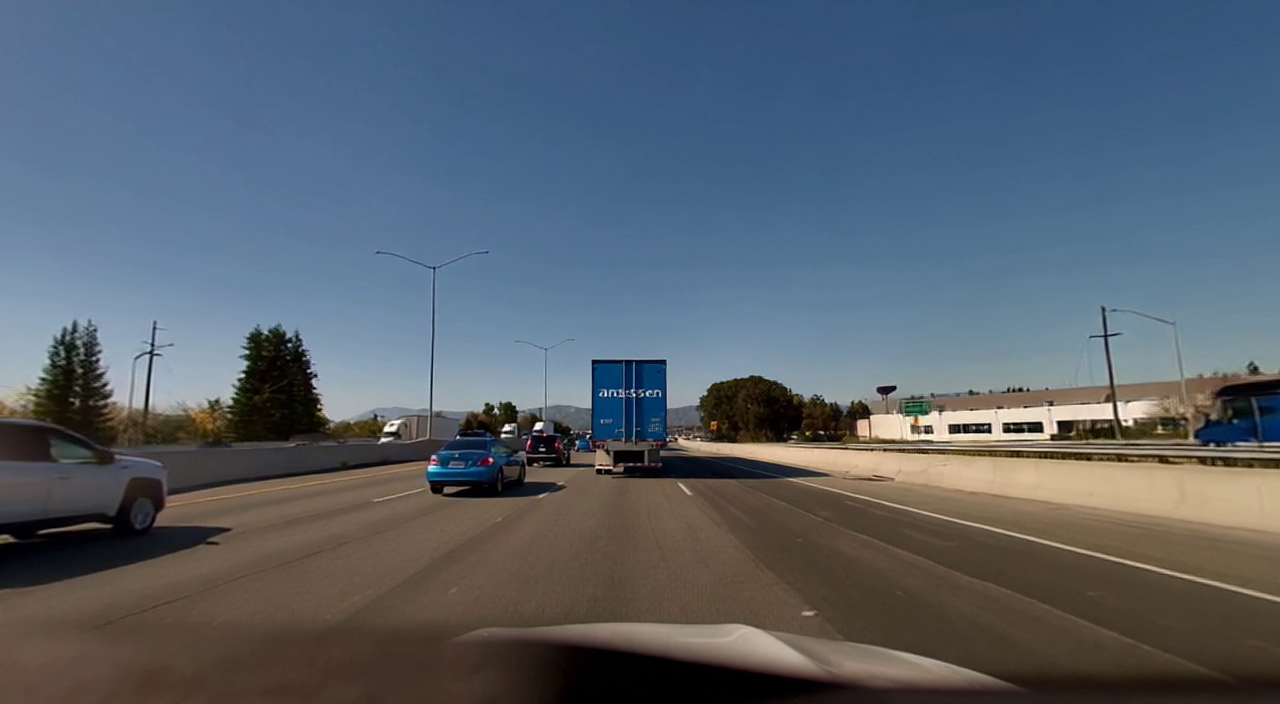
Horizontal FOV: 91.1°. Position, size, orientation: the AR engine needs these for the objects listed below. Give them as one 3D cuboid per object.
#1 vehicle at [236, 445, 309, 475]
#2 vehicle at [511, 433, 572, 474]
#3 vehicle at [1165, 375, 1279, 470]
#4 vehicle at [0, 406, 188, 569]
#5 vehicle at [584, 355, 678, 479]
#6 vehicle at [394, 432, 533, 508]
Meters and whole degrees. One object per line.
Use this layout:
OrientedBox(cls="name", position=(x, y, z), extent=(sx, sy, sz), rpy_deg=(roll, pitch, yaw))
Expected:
OrientedBox(cls="vehicle", position=(-21.855, 6.421, 37.581), extent=(1.887, 1.595, 4.320), rpy_deg=(0, -8, -2))
OrientedBox(cls="vehicle", position=(-4.131, 4.307, 26.984), extent=(1.946, 1.599, 4.073), rpy_deg=(0, -8, 0))
OrientedBox(cls="vehicle", position=(18.924, 2.227, 19.529), extent=(1.838, 2.655, 3.697), rpy_deg=(0, -8, 0))
OrientedBox(cls="vehicle", position=(-7.750, 1.498, 7.110), extent=(1.998, 1.698, 4.461), rpy_deg=(0, -8, -1))
OrientedBox(cls="vehicle", position=(-0.459, 2.915, 26.840), extent=(3.171, 4.204, 11.036), rpy_deg=(0, -8, -2))
OrientedBox(cls="vehicle", position=(-3.932, 2.678, 14.866), extent=(1.964, 1.507, 4.361), rpy_deg=(0, -8, 1))
